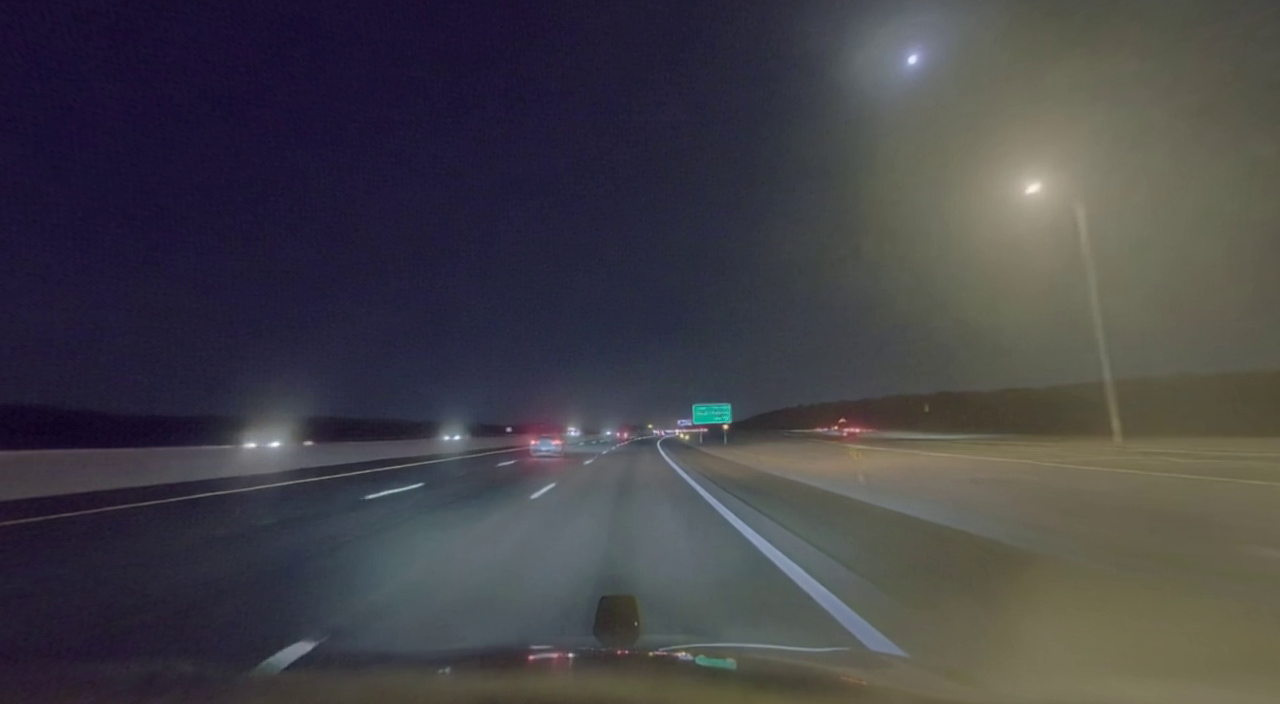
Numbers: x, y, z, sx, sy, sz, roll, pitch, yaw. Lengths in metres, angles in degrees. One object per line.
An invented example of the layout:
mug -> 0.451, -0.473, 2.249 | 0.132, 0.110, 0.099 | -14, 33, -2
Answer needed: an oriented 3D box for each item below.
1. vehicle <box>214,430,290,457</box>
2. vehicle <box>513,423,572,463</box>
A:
vehicle -> -23.820, 5.623, 38.774 | 1.870, 1.595, 4.330 | 0, -8, 1
vehicle -> -4.437, 4.210, 29.277 | 1.980, 1.721, 4.419 | 0, -8, 1
